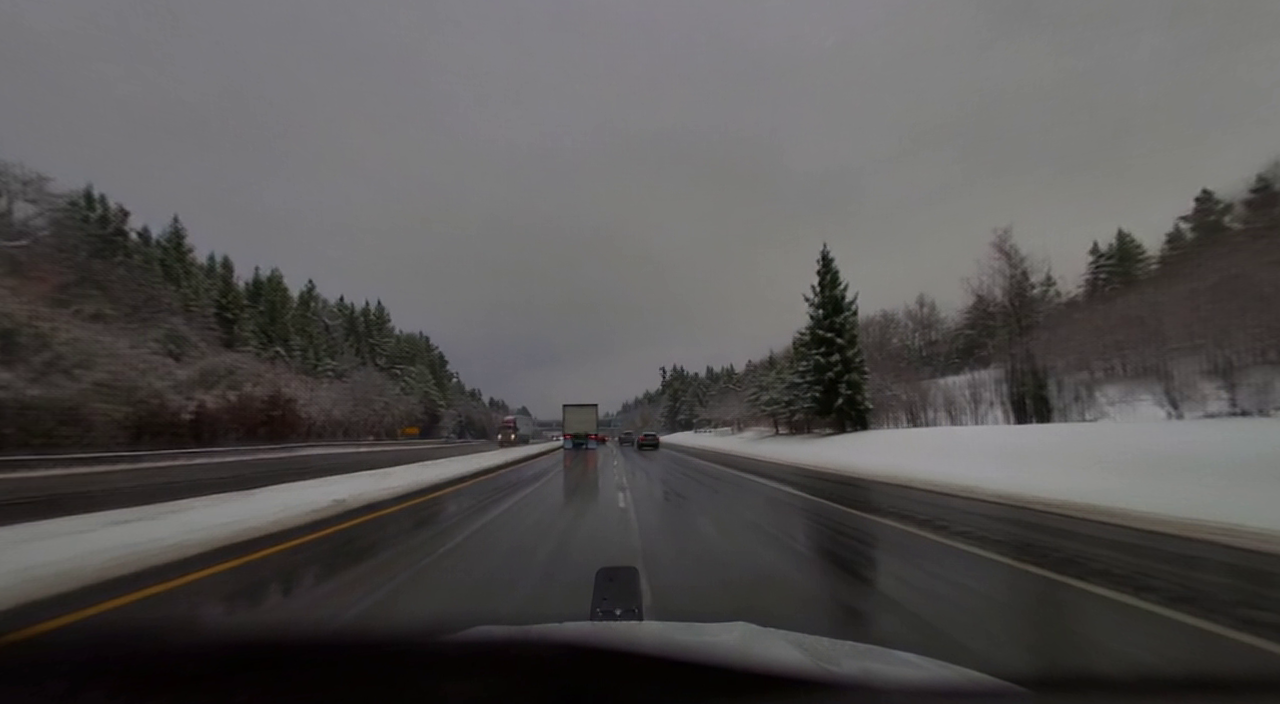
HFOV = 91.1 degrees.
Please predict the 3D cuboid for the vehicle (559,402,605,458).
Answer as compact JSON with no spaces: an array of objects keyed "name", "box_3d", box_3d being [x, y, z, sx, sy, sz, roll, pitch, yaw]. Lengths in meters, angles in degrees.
[{"name":"vehicle","box_3d":[-3.419,4.807,38.746,2.450,3.098,6.965,0,-8,-2]}]
